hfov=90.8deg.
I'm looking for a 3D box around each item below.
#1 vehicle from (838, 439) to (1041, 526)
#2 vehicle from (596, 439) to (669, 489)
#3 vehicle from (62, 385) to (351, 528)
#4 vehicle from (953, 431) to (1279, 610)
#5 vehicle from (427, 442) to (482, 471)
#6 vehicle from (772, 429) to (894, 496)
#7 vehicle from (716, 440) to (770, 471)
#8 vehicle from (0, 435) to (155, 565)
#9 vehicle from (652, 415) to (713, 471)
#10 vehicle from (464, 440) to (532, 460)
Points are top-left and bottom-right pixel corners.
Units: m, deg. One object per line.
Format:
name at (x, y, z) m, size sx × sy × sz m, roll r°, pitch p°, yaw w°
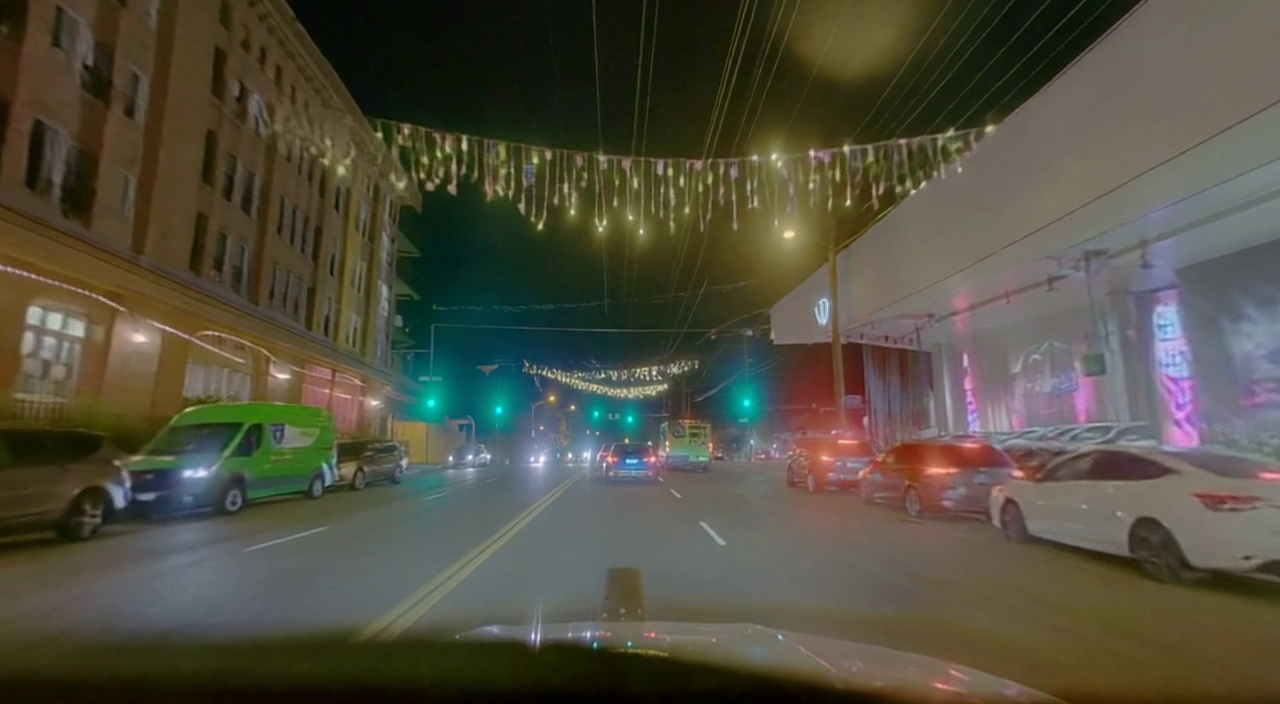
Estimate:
vehicle at (5.865, 2.576, 13.176) m, size 1.876 × 1.471 × 4.657 m, roll 0°, pitch -8°, yaw -1°
vehicle at (-0.297, 3.594, 20.660) m, size 2.112 × 1.464 × 4.411 m, roll 0°, pitch -8°, yaw -2°
vehicle at (-9.669, 2.426, 15.068) m, size 2.724 × 2.739 × 5.663 m, roll 0°, pitch -8°, yaw 1°
vehicle at (5.858, 1.727, 7.495) m, size 2.012 × 1.470 × 4.394 m, roll 0°, pitch -8°, yaw 0°
vehicle at (-10.542, 5.974, 36.220) m, size 1.962 × 1.529 × 4.109 m, roll 2°, pitch -9°, yaw -2°
vehicle at (5.686, 3.330, 19.414) m, size 2.079 × 1.788 × 4.974 m, roll 0°, pitch -8°, yaw -1°
vehicle at (5.274, 5.350, 32.778) m, size 1.824 × 1.481 × 4.057 m, roll 1°, pitch -8°, yaw -4°
vehicle at (-9.684, 1.956, 8.260) m, size 2.256 × 1.722 × 5.644 m, roll 0°, pitch -8°, yaw -1°
vehicle at (2.033, 4.694, 32.429) m, size 2.649 × 2.583 × 5.800 m, roll 0°, pitch -8°, yaw -1°
vehicle at (-11.011, 7.619, 49.128) m, size 4.877 × 1.477 × 1.826 m, roll 1°, pitch -8°, yaw -4°
